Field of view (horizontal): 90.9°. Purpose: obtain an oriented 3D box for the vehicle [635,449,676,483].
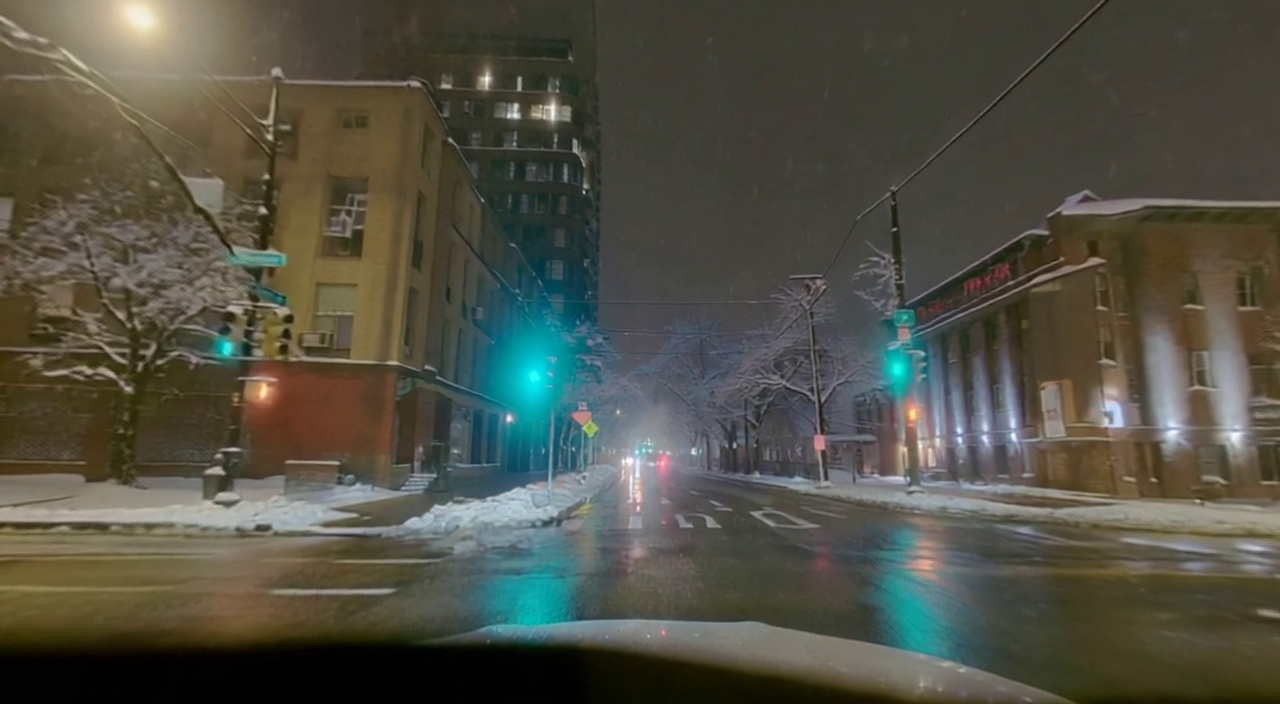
[{"bbox_3d":[0.794,6.189,34.428,2.079,1.621,3.861,-1,-8,0],"label":"vehicle"}]
